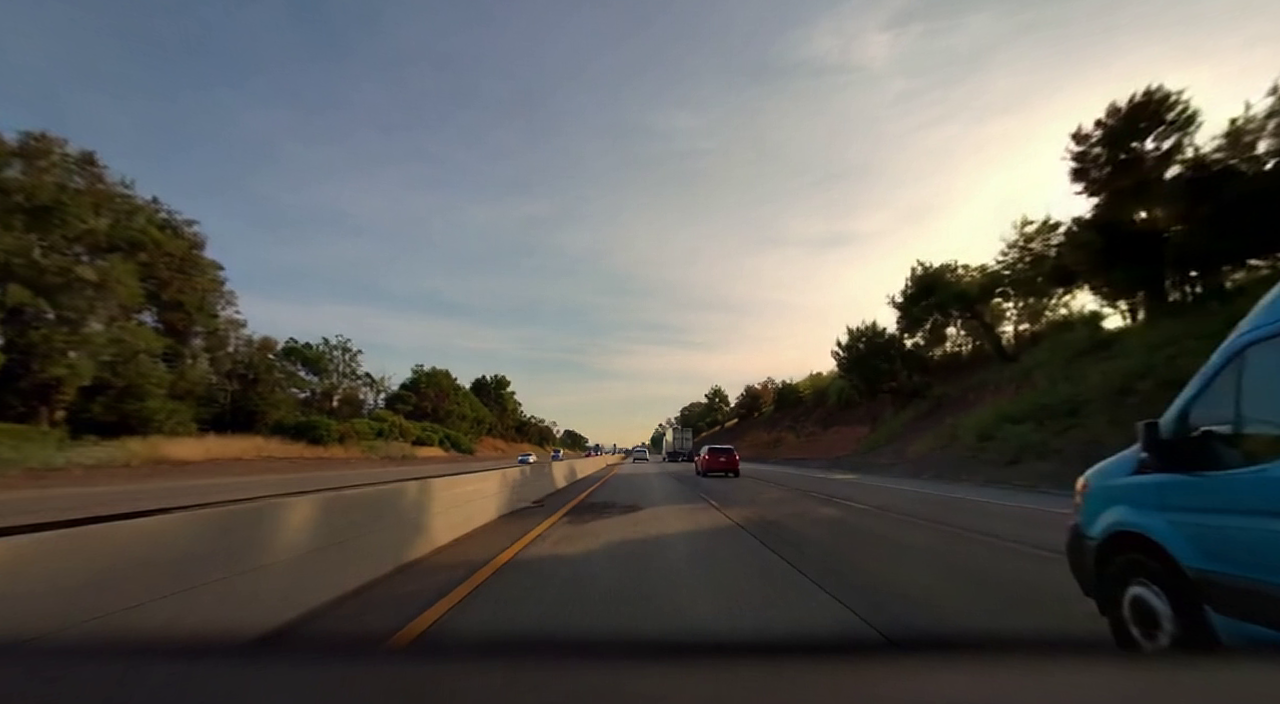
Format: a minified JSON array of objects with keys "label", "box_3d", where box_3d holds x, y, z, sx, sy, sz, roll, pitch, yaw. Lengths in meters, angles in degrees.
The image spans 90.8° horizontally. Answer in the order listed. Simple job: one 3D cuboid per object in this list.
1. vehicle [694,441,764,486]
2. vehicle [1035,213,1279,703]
[{"label":"vehicle","box_3d":[3.537,4.561,26.115,2.130,1.658,4.537,0,-9,-1]},{"label":"vehicle","box_3d":[3.814,0.401,1.536,2.242,2.285,5.233,0,-9,0]}]
